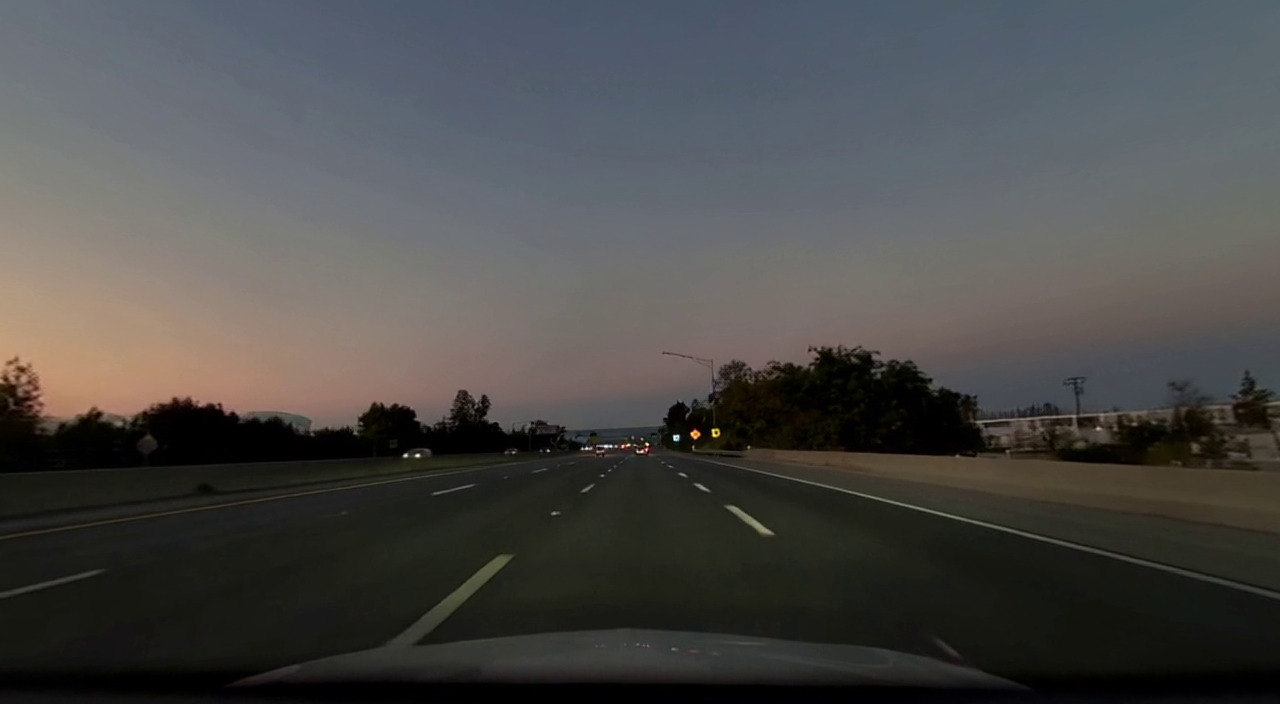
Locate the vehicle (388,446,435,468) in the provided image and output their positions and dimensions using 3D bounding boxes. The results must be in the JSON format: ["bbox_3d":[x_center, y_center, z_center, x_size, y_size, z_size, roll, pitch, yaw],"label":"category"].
[{"bbox_3d":[-17.310,7.962,48.060,1.812,1.583,4.739,0,-8,1],"label":"vehicle"}]
